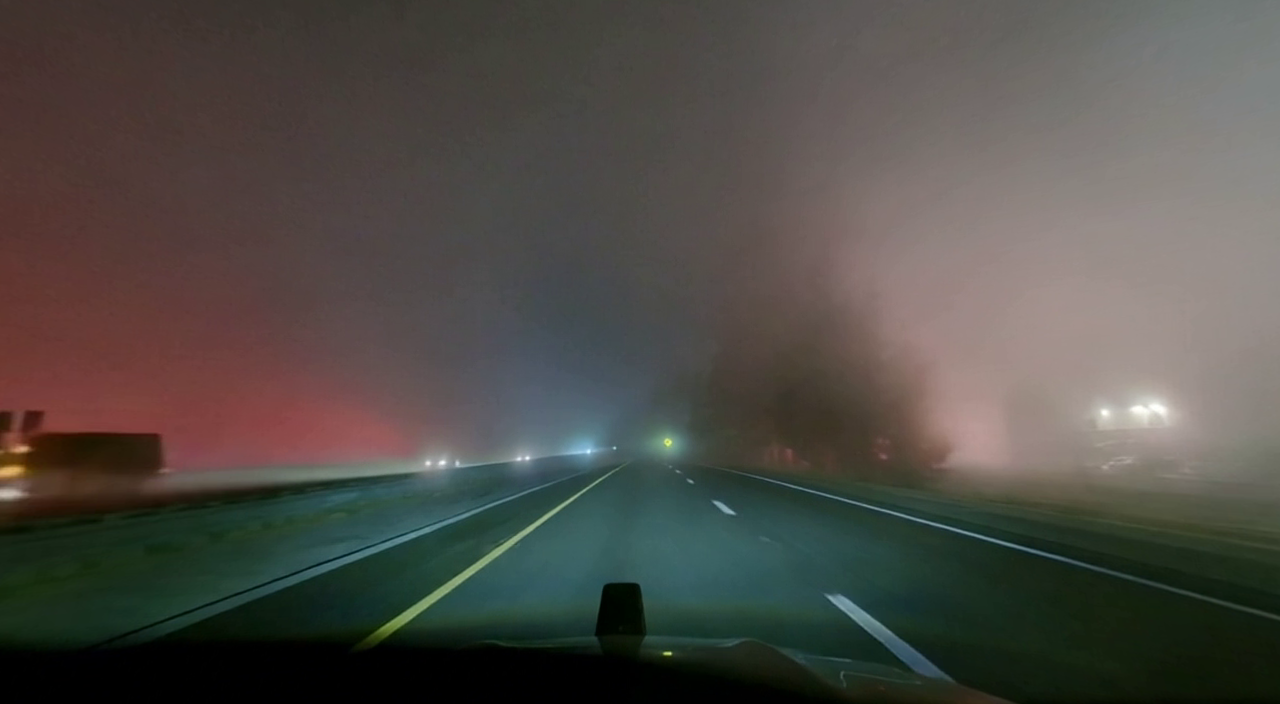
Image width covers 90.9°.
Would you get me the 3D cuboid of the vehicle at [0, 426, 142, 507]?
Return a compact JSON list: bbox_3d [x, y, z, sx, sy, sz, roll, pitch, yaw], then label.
[{"bbox_3d":[-22.267,4.240,23.868,2.524,2.717,4.974,-1,-8,2],"label":"vehicle"}]
